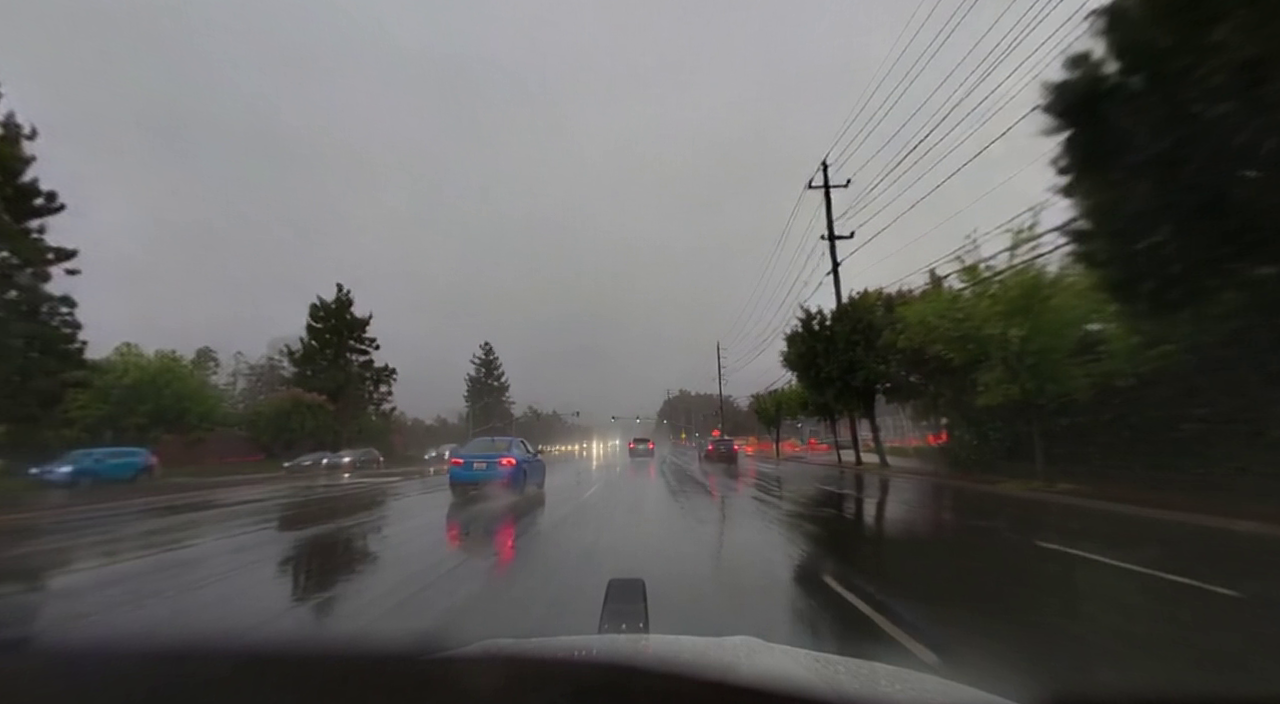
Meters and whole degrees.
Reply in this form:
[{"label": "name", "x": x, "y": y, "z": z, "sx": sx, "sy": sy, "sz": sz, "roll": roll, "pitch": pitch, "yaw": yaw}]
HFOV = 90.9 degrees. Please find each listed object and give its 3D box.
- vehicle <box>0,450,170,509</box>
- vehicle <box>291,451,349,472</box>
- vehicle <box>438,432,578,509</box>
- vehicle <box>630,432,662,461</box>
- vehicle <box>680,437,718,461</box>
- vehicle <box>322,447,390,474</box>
[{"label": "vehicle", "x": -16.856, "y": 3.792, "z": 19.203, "sx": 1.879, "sy": 1.545, "sz": 3.943, "roll": 0, "pitch": -8, "yaw": 2}, {"label": "vehicle", "x": -23.679, "y": 8.106, "z": 46.890, "sx": 1.868, "sy": 1.473, "sz": 4.776, "roll": 0, "pitch": -9, "yaw": -1}, {"label": "vehicle", "x": -2.805, "y": 2.640, "z": 14.696, "sx": 2.087, "sy": 1.480, "sz": 4.825, "roll": 0, "pitch": -8, "yaw": 2}, {"label": "vehicle", "x": 0.368, "y": 6.364, "z": 42.712, "sx": 2.060, "sy": 1.845, "sz": 4.151, "roll": 0, "pitch": -8, "yaw": 0}, {"label": "vehicle", "x": 3.869, "y": 6.484, "z": 42.310, "sx": 2.142, "sy": 1.475, "sz": 4.565, "roll": 0, "pitch": -8, "yaw": 0}, {"label": "vehicle", "x": -16.756, "y": 6.406, "z": 37.497, "sx": 1.913, "sy": 1.488, "sz": 4.507, "roll": 0, "pitch": -8, "yaw": 0}]
